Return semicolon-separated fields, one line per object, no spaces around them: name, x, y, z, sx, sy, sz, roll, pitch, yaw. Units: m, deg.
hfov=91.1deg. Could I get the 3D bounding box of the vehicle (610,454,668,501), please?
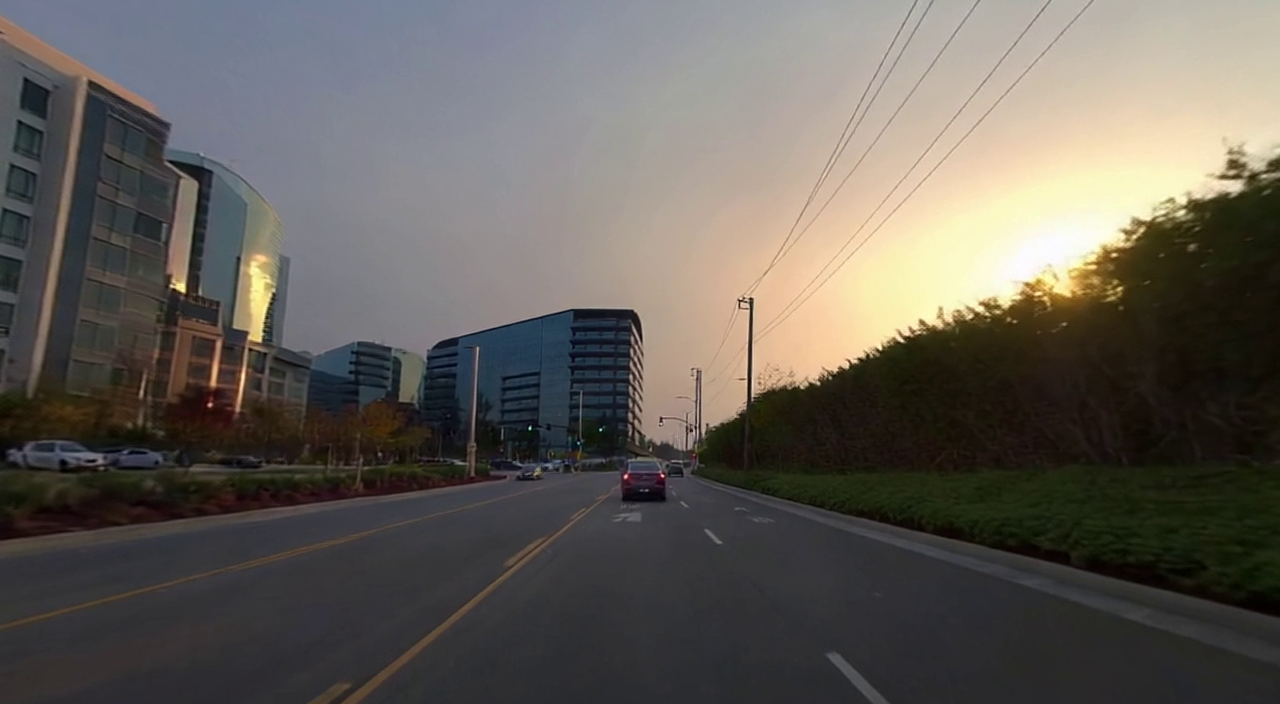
vehicle;-0.006;4.915;24.714;2.067;1.629;3.858;0;-11;1
